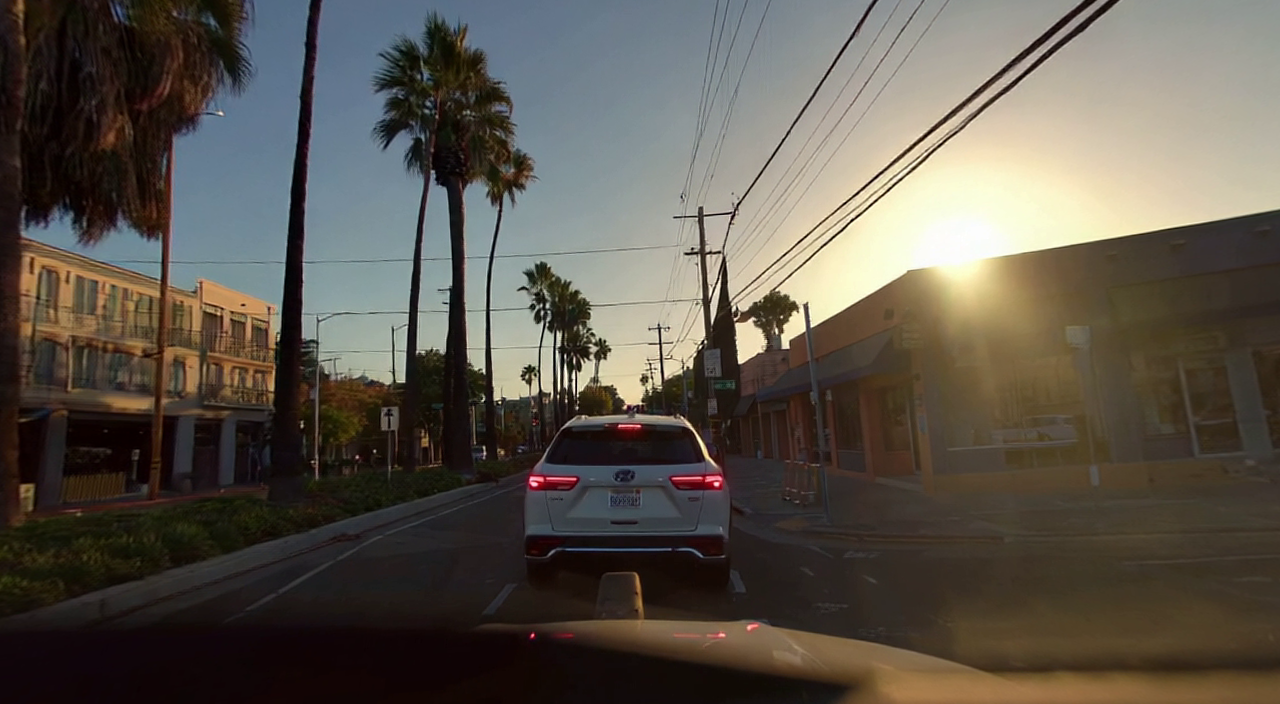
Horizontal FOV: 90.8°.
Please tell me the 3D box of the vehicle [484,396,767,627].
[{"bbox_3d":[-0.192,1.457,6.677,2.105,1.702,3.750,0,-8,-3],"label":"vehicle"}]
